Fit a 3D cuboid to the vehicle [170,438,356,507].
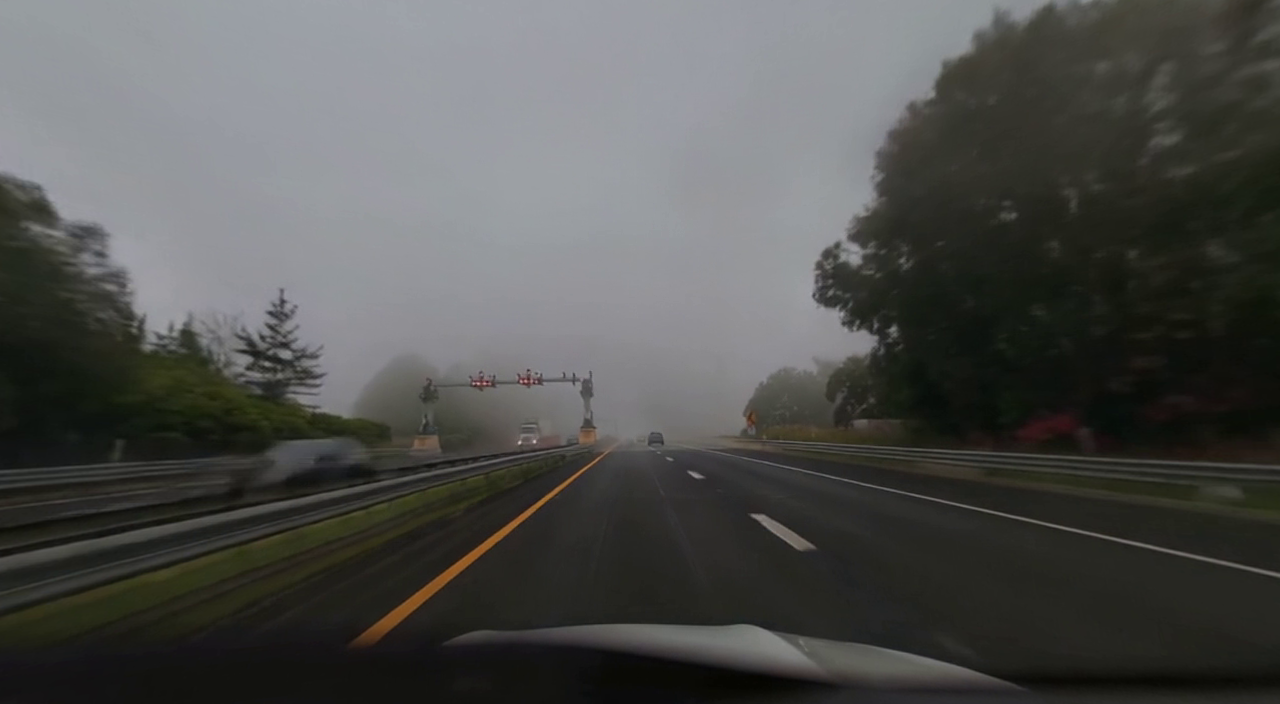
[{"bbox_3d":[-9.164,2.920,15.899,1.979,1.456,4.550,0,-8,-2],"label":"vehicle"}]
